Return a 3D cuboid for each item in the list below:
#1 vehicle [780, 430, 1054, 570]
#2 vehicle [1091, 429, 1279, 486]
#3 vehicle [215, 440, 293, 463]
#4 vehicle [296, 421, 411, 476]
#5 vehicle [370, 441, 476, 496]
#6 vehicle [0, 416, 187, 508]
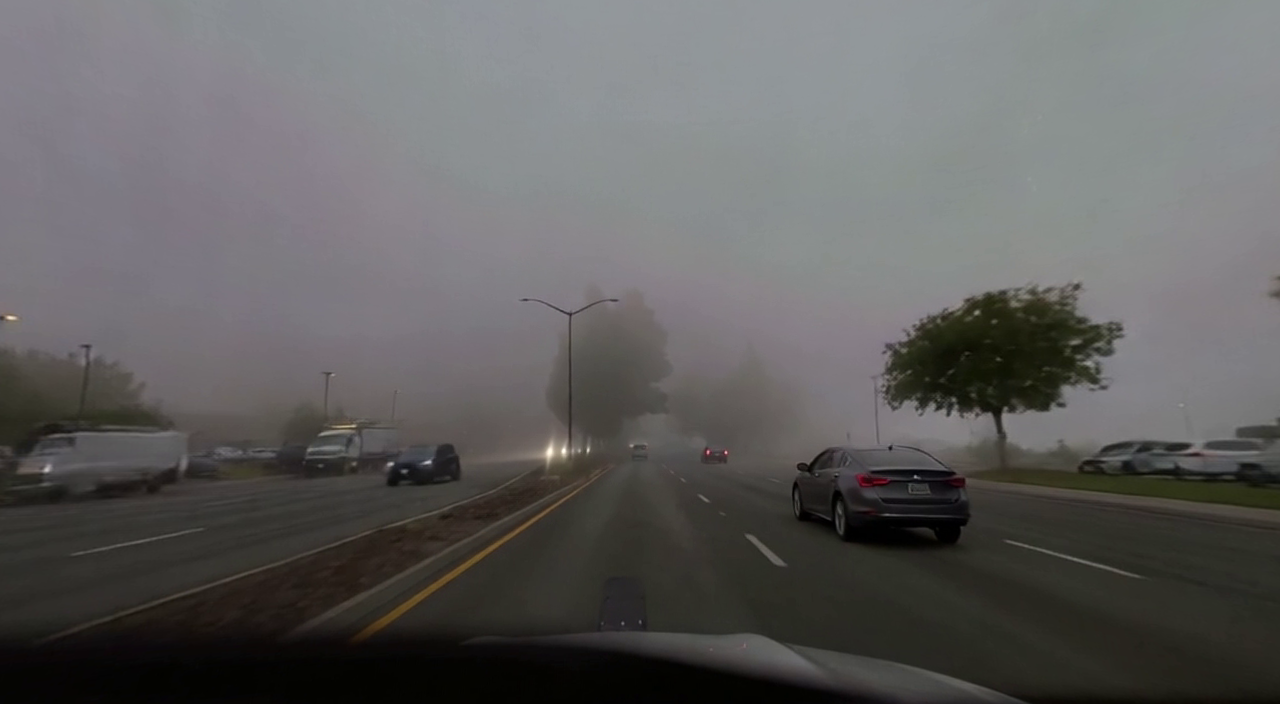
[{"bbox_3d":[3.512,1.944,9.074,1.935,1.501,4.384,0,-9,0],"label":"vehicle"},{"bbox_3d":[17.297,3.292,19.756,4.708,1.665,1.920,0,-9,-3],"label":"vehicle"},{"bbox_3d":[-28.949,7.491,47.195,4.429,1.641,2.109,0,-8,-1],"label":"vehicle"},{"bbox_3d":[-18.151,6.272,40.748,3.043,2.916,9.736,-4,-9,-1],"label":"vehicle"},{"bbox_3d":[-6.509,3.527,19.429,1.923,1.471,4.646,1,-9,-4],"label":"vehicle"},{"bbox_3d":[-19.281,3.673,21.587,2.242,2.633,6.792,0,-9,0],"label":"vehicle"}]
